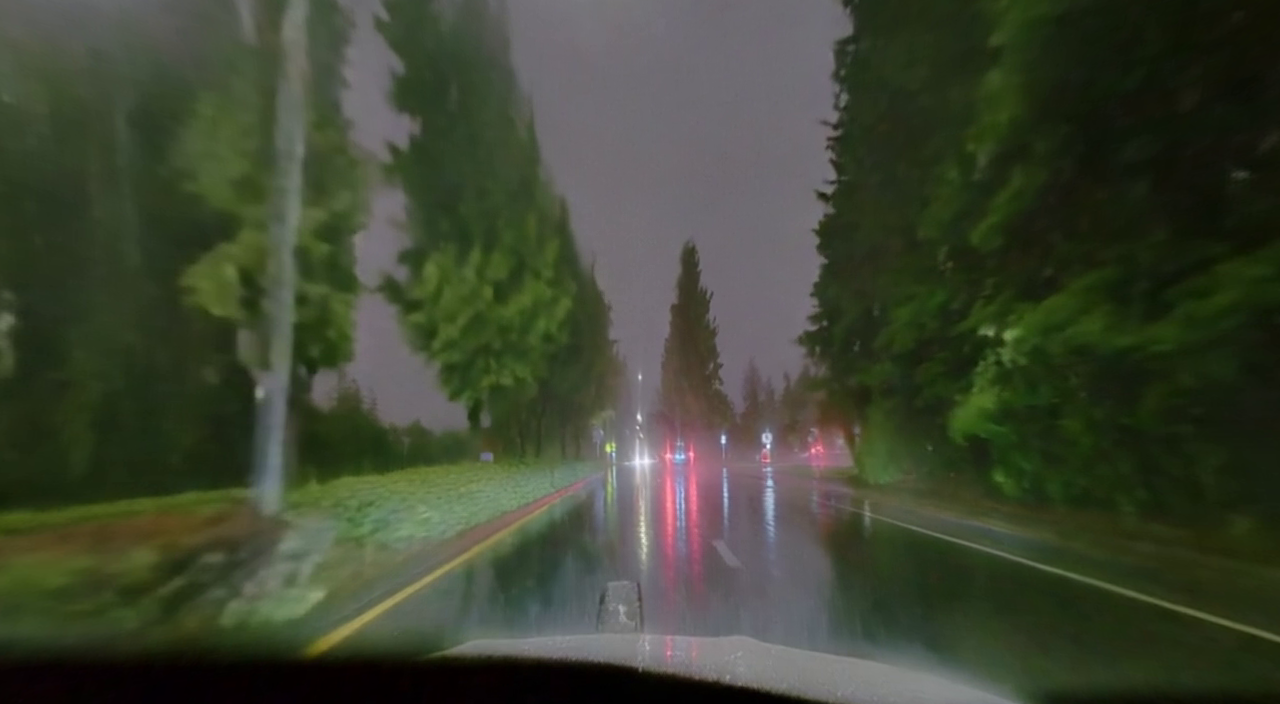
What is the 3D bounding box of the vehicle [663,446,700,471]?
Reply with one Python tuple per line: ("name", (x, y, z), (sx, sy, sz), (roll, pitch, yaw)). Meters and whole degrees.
("vehicle", (2.636, 6.942, 41.260), (2.044, 1.537, 4.528), (0, -9, -1))
